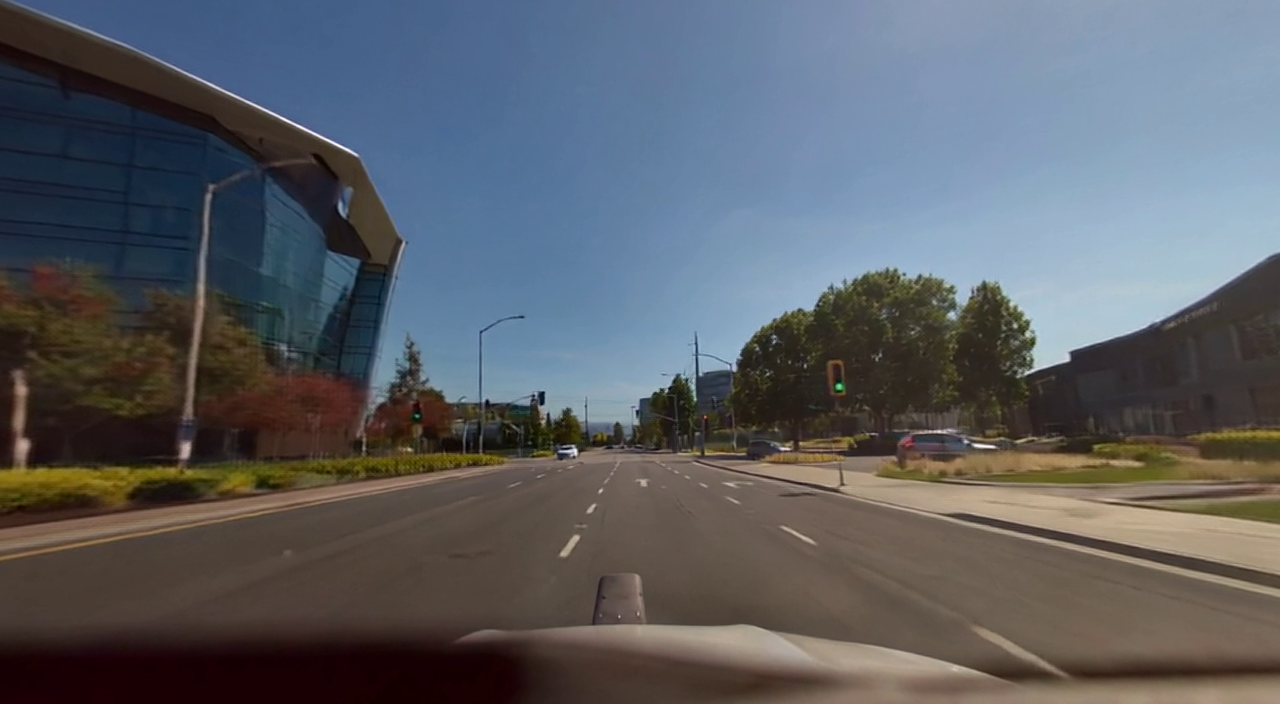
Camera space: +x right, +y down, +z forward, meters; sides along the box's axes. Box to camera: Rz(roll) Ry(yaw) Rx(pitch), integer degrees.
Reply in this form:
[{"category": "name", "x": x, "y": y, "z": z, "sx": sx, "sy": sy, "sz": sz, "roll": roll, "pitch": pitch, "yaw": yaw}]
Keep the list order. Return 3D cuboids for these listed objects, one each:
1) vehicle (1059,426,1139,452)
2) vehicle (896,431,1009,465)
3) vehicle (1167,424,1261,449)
[{"category": "vehicle", "x": 28.042, "y": 5.361, "z": 38.835, "sx": 1.805, "sy": 1.466, "sz": 4.236, "roll": 0, "pitch": -9, "yaw": 1}, {"category": "vehicle", "x": 13.549, "y": 4.185, "z": 27.559, "sx": 3.991, "sy": 1.437, "sz": 1.679, "roll": 0, "pitch": -9, "yaw": -1}, {"category": "vehicle", "x": 35.692, "y": 5.316, "z": 39.505, "sx": 1.828, "sy": 1.452, "sz": 4.242, "roll": 0, "pitch": -9, "yaw": -2}]
